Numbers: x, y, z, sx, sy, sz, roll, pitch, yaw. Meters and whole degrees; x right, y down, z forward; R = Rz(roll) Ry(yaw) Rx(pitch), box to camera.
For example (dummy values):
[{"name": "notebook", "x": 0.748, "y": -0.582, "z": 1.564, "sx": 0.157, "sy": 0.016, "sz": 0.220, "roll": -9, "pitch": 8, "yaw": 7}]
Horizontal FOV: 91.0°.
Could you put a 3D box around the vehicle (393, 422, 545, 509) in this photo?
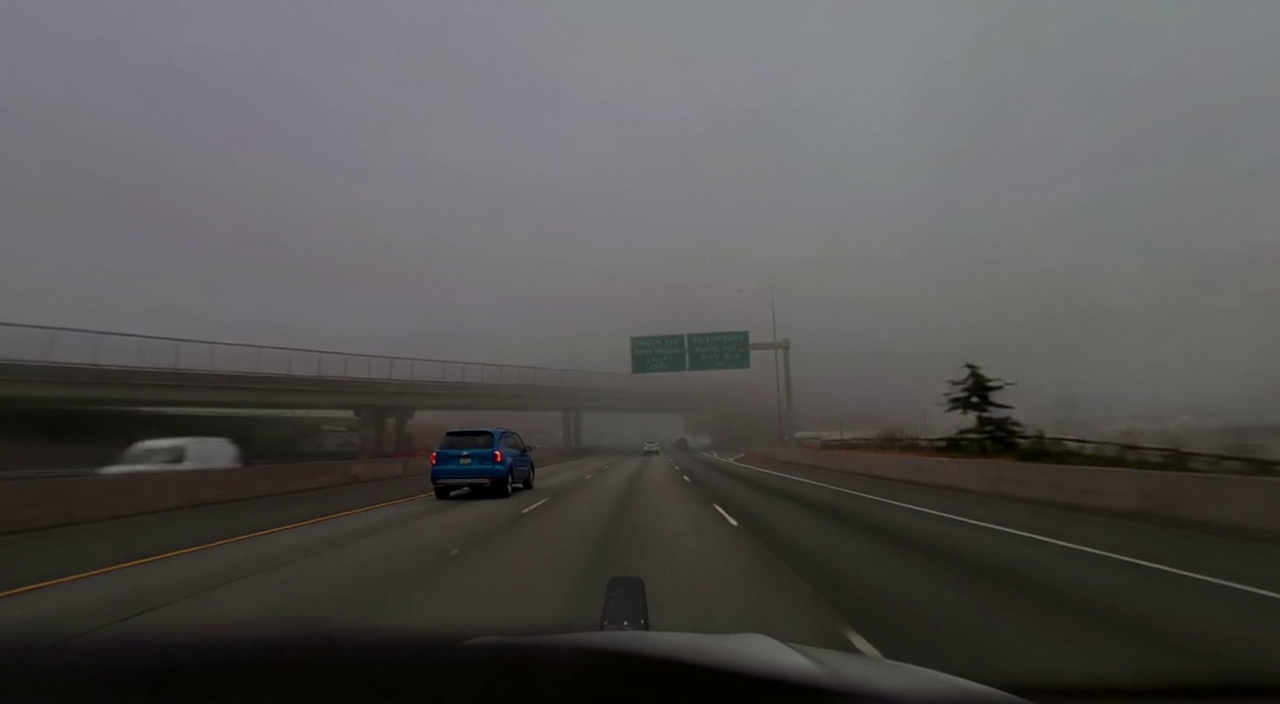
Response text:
[{"name": "vehicle", "x": -3.725, "y": 2.571, "z": 14.687, "sx": 2.177, "sy": 1.707, "sz": 4.432, "roll": 0, "pitch": -8, "yaw": 2}]
